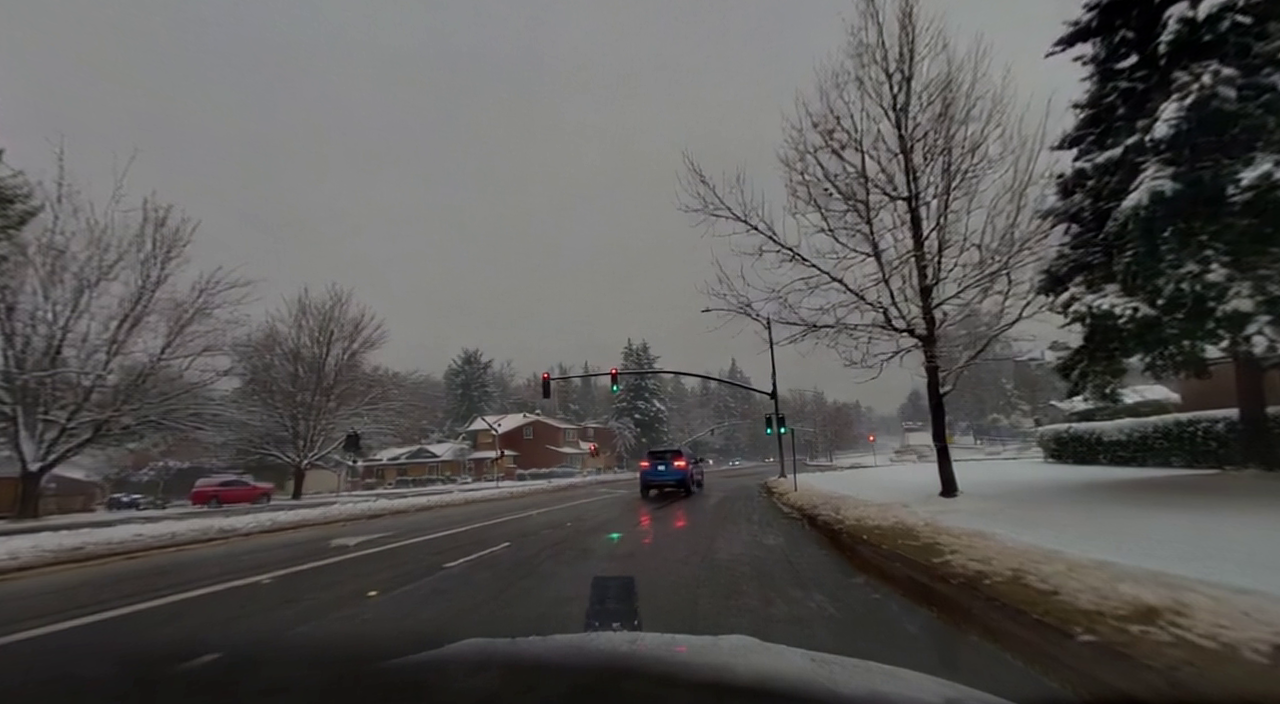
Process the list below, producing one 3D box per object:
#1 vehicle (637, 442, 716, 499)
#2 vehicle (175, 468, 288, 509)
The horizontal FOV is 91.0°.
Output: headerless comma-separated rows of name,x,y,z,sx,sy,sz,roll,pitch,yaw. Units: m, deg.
vehicle,1.492,4.366,23.717,2.059,1.908,4.714,-3,-9,15
vehicle,-22.769,7.605,35.432,2.332,1.896,5.688,-1,-9,3
